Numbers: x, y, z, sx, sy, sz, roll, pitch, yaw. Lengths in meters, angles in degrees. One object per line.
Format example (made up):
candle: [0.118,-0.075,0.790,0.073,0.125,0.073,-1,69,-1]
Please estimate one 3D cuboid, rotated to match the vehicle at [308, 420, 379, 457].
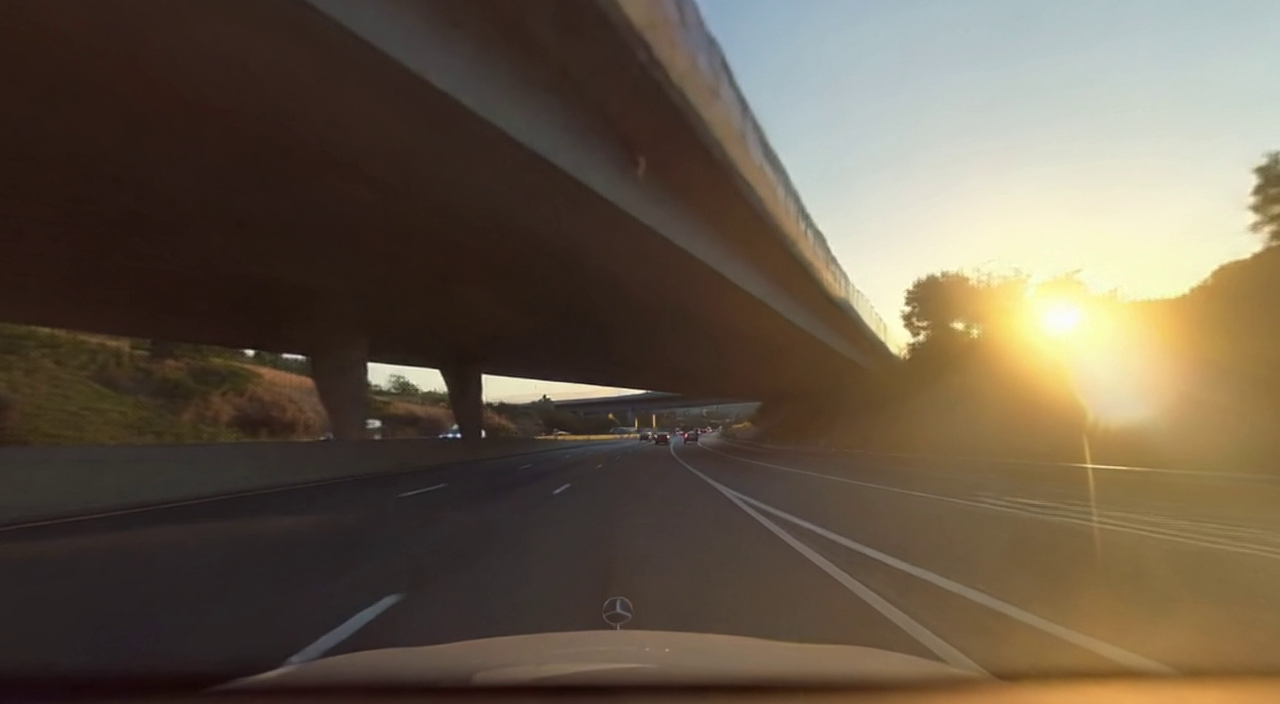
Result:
vehicle: [-22.750,6.654,48.576,2.365,2.672,6.114,0,-8,2]
